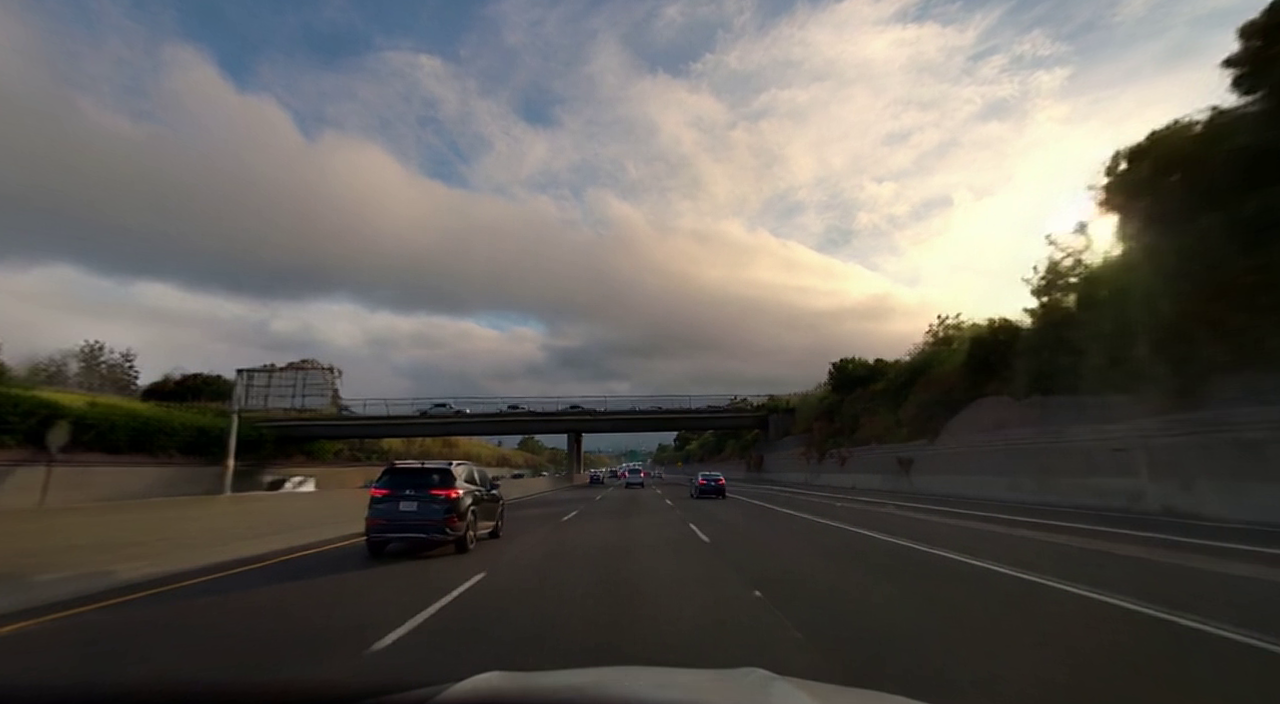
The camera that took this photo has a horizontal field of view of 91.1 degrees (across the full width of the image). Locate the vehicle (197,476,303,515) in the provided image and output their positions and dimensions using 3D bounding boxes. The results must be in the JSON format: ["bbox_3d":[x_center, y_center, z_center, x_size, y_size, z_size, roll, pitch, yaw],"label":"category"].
[{"bbox_3d":[-16.658,6.114,27.101,1.835,1.442,4.120,1,-11,0],"label":"vehicle"}]

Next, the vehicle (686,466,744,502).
[{"bbox_3d":[3.437,6.160,29.487,2.092,1.518,4.348,1,-11,-1],"label":"vehicle"}]

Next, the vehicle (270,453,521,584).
[{"bbox_3d":[-3.351,2.405,9.751,2.099,1.516,4.308,1,-11,0],"label":"vehicle"}]

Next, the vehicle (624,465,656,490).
[{"bbox_3d":[0.014,9.073,45.513,2.181,1.698,4.056,1,-11,0],"label":"vehicle"}]
